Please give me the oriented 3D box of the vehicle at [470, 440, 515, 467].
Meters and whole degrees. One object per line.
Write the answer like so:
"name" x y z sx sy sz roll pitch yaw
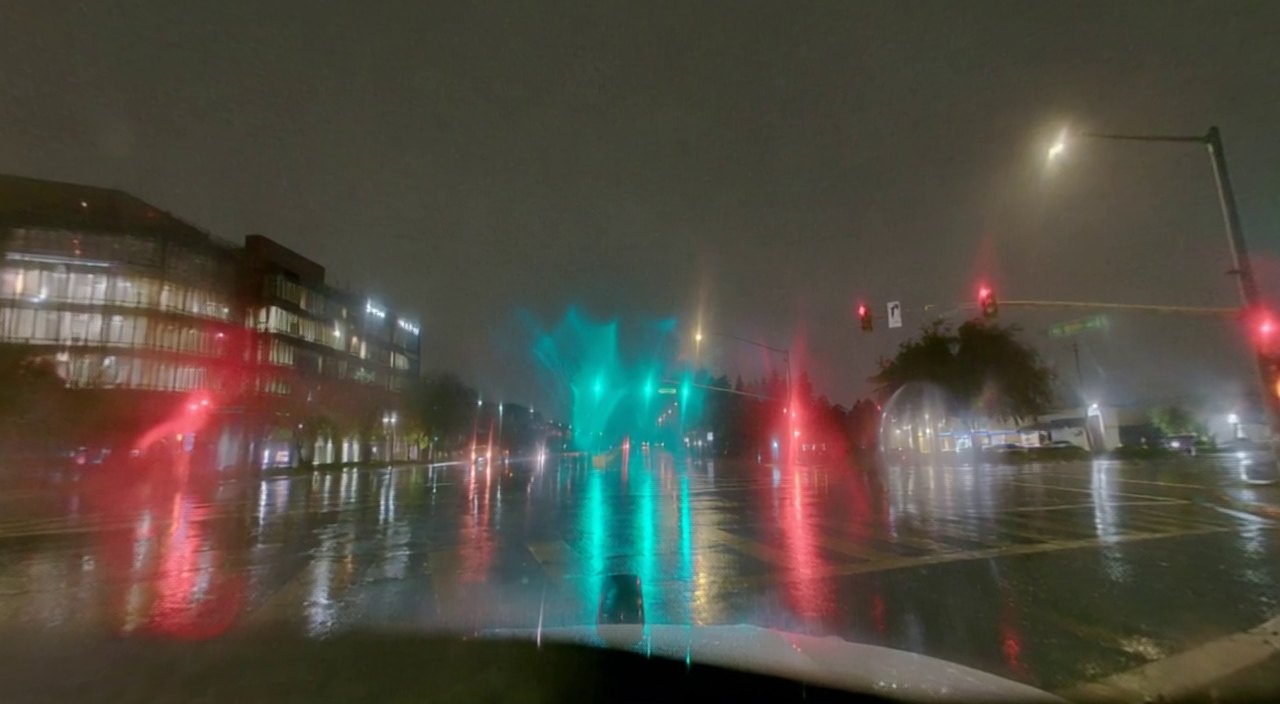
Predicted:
"vehicle" -9.729 6.729 41.976 1.988 1.692 4.412 0 -8 0
